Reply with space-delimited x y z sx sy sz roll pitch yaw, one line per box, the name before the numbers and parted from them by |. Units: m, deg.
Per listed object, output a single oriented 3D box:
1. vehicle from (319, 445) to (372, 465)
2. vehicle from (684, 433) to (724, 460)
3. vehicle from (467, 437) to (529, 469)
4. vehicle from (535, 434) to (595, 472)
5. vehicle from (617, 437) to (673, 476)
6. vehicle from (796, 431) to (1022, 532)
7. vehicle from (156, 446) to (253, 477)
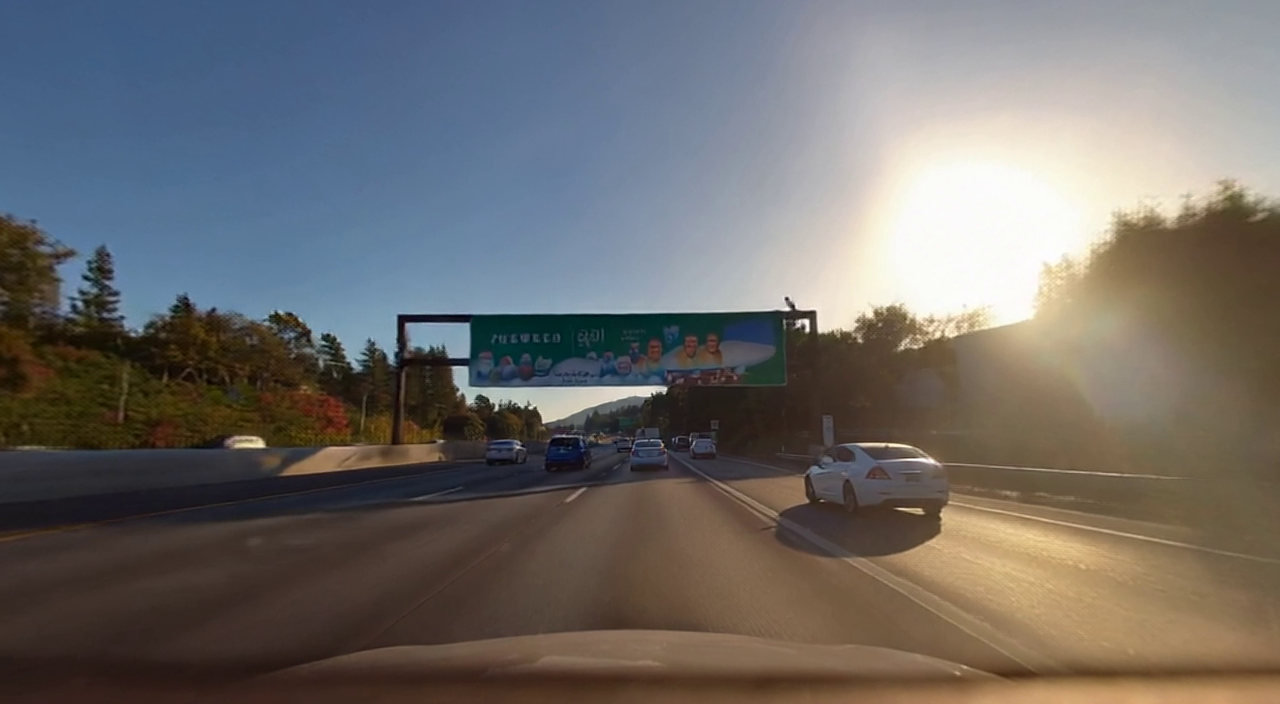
vehicle | -21.417 7.477 45.978 1.830 1.432 4.076 0 -8 1
vehicle | 4.459 6.623 44.442 2.261 1.781 4.709 0 -8 0
vehicle | -7.029 5.051 31.690 1.932 1.497 4.458 0 -8 1
vehicle | -3.309 4.580 28.813 1.927 1.586 5.142 0 -8 2
vehicle | 0.196 4.266 26.006 2.113 1.464 4.073 0 -8 1
vehicle | 4.450 2.197 11.373 2.030 1.442 4.358 0 -8 -2
vehicle | -21.723 5.437 31.666 1.865 1.443 4.156 0 -8 0
